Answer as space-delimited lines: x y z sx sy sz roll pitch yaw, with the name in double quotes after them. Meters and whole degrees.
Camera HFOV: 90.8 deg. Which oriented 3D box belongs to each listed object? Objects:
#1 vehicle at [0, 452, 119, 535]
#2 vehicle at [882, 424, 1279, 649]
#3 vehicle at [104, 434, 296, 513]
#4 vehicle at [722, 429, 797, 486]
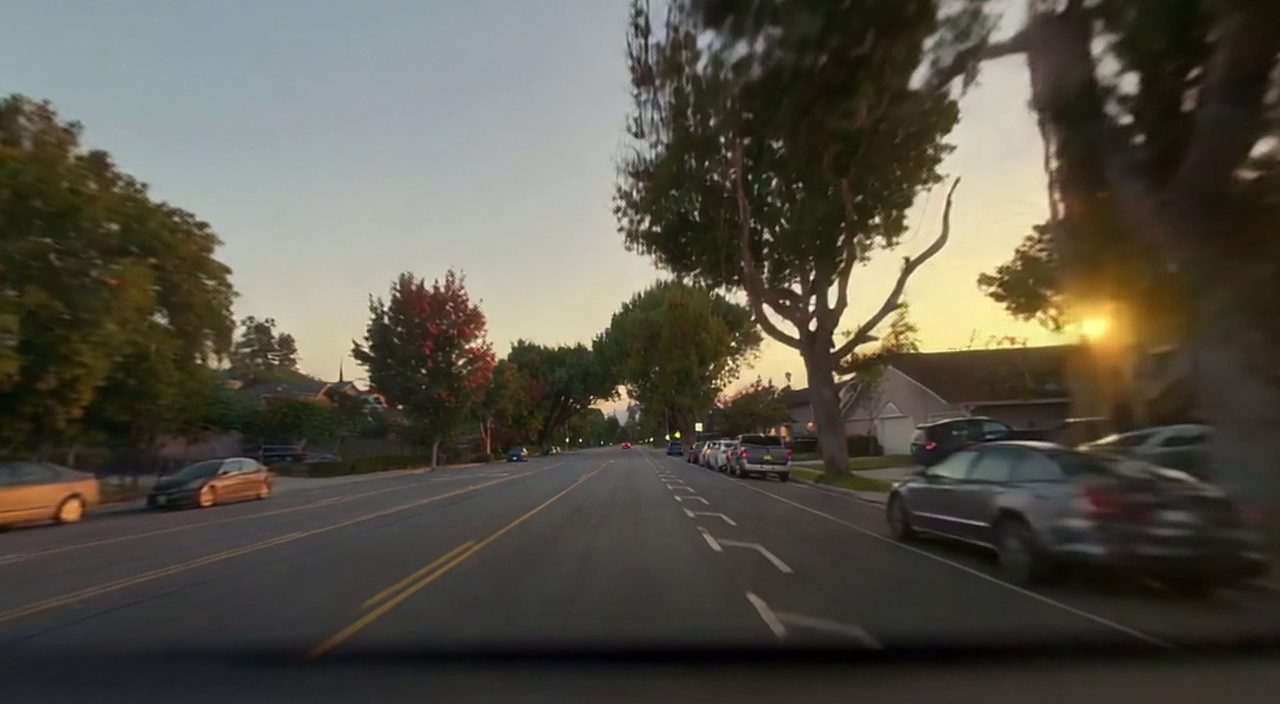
-12.553 2.683 11.642 1.925 1.498 4.850 -5 -9 -1 "vehicle"
4.691 1.595 6.808 2.035 1.498 4.910 0 -8 -2 "vehicle"
-12.601 3.501 18.652 2.075 1.917 4.984 -2 -9 0 "vehicle"
4.404 3.940 24.164 2.074 1.838 5.402 1 -8 3 "vehicle"
